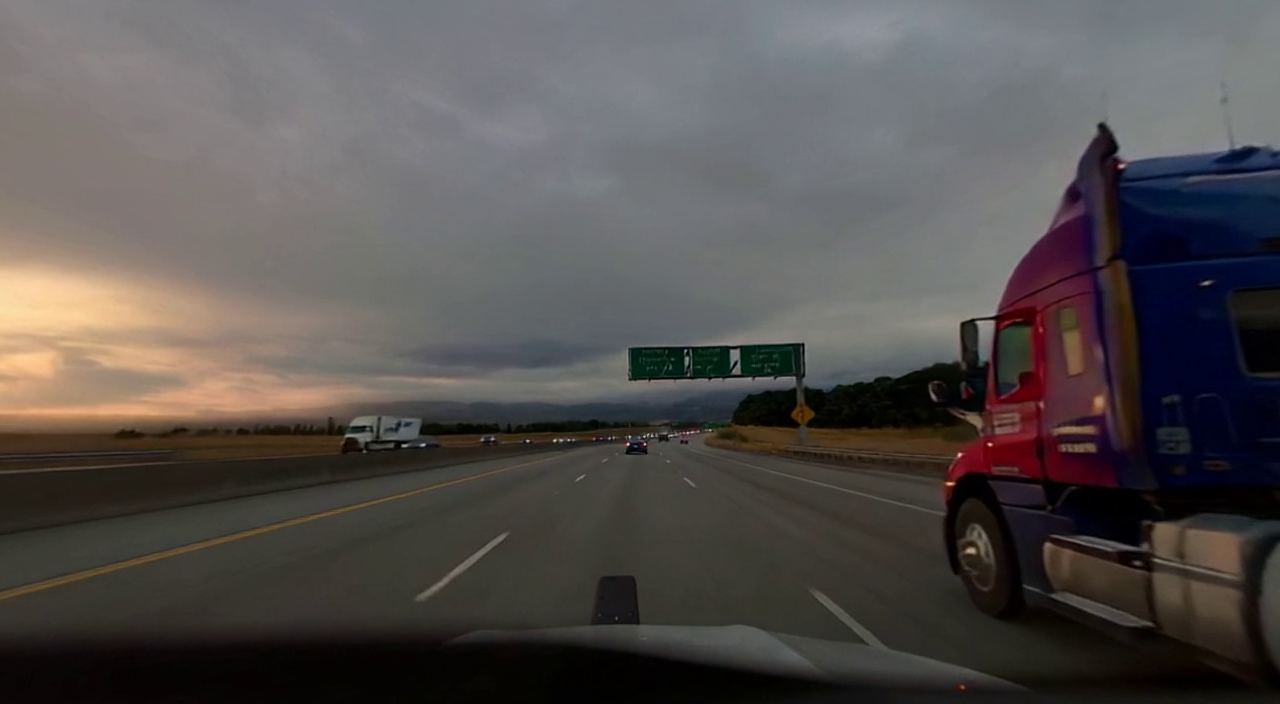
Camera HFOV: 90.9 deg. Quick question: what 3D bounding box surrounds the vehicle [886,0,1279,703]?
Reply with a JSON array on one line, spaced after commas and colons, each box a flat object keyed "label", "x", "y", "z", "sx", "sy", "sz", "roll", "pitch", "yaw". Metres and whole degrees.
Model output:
[{"label": "vehicle", "x": 3.698, "y": -0.181, "z": 2.003, "sx": 3.222, "sy": 3.915, "sz": 6.030, "roll": 0, "pitch": -8, "yaw": -1}]

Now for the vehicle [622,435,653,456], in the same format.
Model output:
[{"label": "vehicle", "x": -0.178, "y": 6.964, "z": 46.867, "sx": 2.140, "sy": 1.475, "sz": 3.969, "roll": 0, "pitch": -8, "yaw": 0}]
